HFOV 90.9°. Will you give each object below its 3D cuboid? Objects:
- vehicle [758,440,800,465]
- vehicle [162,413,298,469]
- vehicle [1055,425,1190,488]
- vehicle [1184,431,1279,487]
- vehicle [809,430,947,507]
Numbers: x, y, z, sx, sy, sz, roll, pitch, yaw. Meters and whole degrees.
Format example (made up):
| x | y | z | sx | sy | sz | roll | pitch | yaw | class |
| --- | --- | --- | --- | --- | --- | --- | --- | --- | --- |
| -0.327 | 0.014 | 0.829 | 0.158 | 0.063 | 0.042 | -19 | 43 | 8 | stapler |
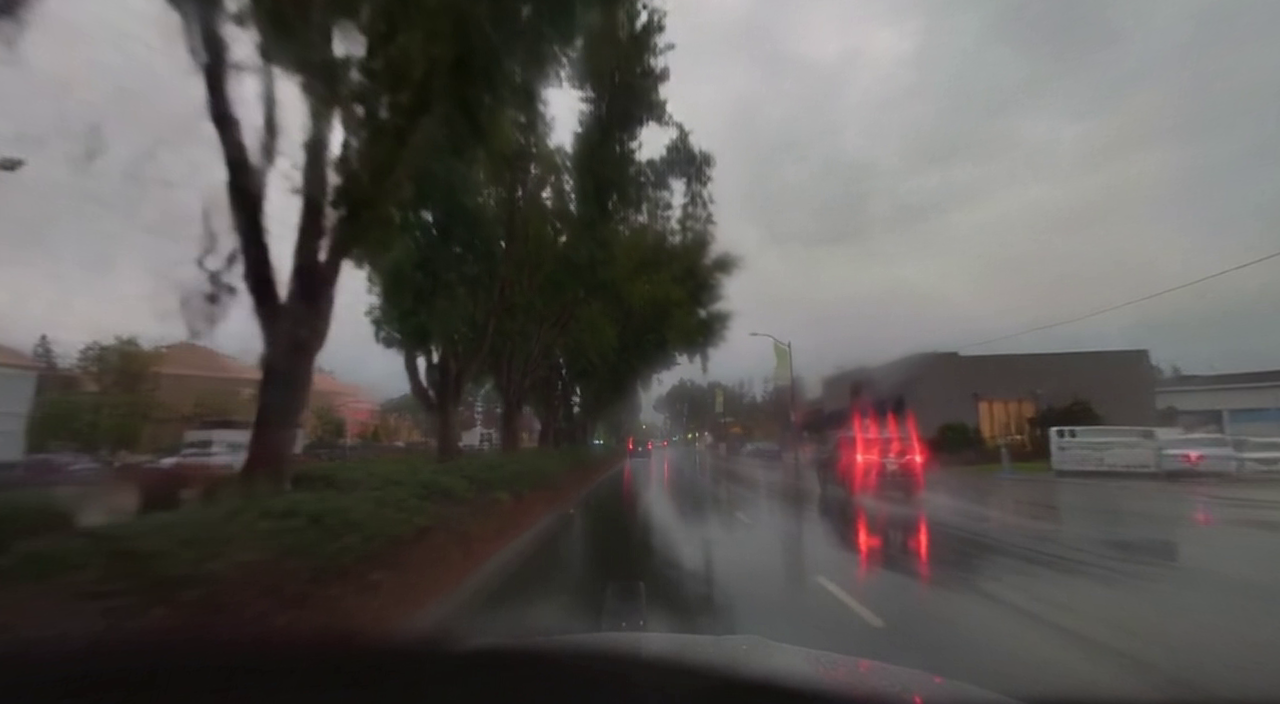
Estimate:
| x | y | z | sx | sy | sz | roll | pitch | yaw | class |
| --- | --- | --- | --- | --- | --- | --- | --- | --- | --- |
| 10.783 | 7.822 | 49.223 | 2.096 | 1.780 | 5.128 | 0 | -9 | 0 | vehicle |
| -25.860 | 5.640 | 39.996 | 6.540 | 3.375 | 2.751 | 0 | -9 | 0 | vehicle |
| 17.182 | 3.635 | 22.354 | 5.554 | 1.937 | 2.486 | 7 | -11 | -40 | vehicle |
| 20.641 | 3.647 | 21.740 | 4.366 | 1.718 | 2.171 | 7 | -11 | -42 | vehicle |
| 5.767 | 2.854 | 15.874 | 2.072 | 1.669 | 3.836 | -1 | -9 | 2 | vehicle |
